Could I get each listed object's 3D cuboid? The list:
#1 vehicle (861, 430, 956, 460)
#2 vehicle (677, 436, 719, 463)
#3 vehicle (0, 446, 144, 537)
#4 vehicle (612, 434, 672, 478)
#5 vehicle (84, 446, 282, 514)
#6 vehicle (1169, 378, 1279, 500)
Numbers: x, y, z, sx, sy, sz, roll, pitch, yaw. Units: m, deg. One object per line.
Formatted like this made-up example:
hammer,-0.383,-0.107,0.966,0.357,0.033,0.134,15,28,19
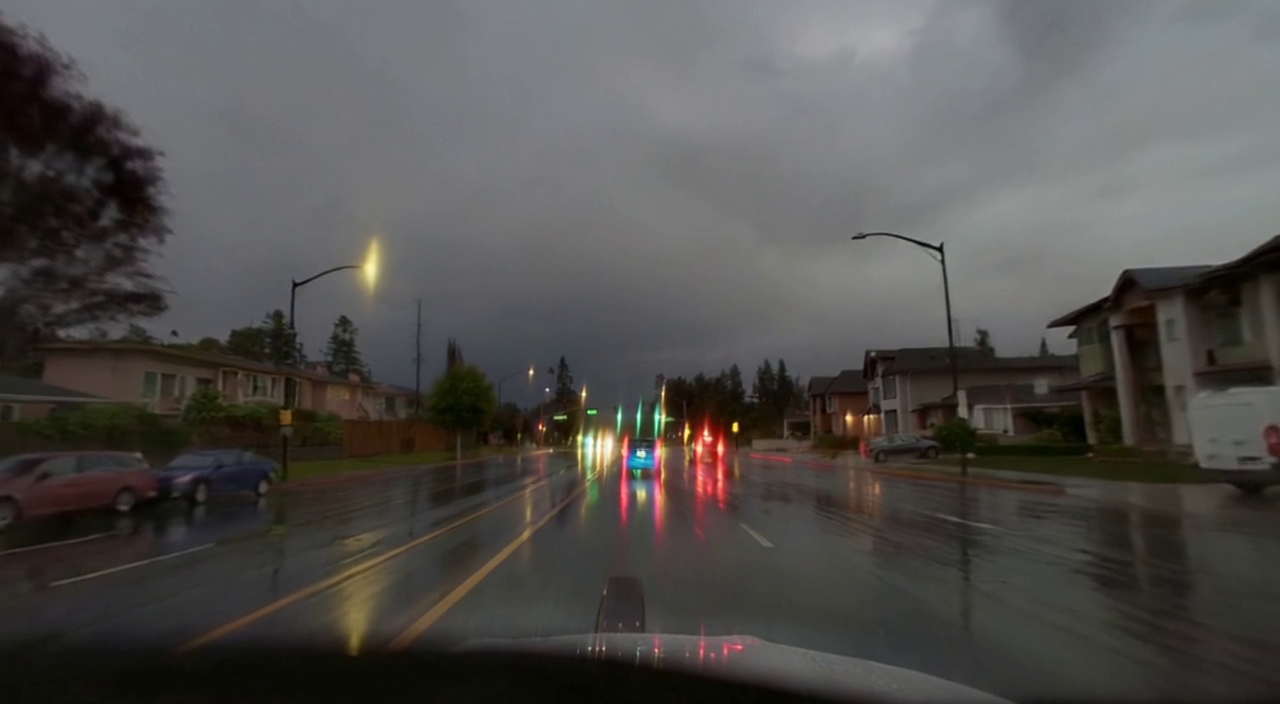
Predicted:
vehicle,15.172,5.272,35.848,4.456,1.520,1.911,-1,-8,-2
vehicle,3.457,5.954,38.771,2.161,1.519,4.568,0,-8,0
vehicle,-14.488,3.122,14.519,2.140,1.899,4.900,0,-8,0
vehicle,0.029,3.900,23.878,2.093,1.497,4.010,0,-8,-1
vehicle,-14.268,3.960,20.345,2.078,1.833,5.666,0,-8,1
vehicle,14.961,1.806,13.215,5.696,2.299,2.292,0,-9,-2
